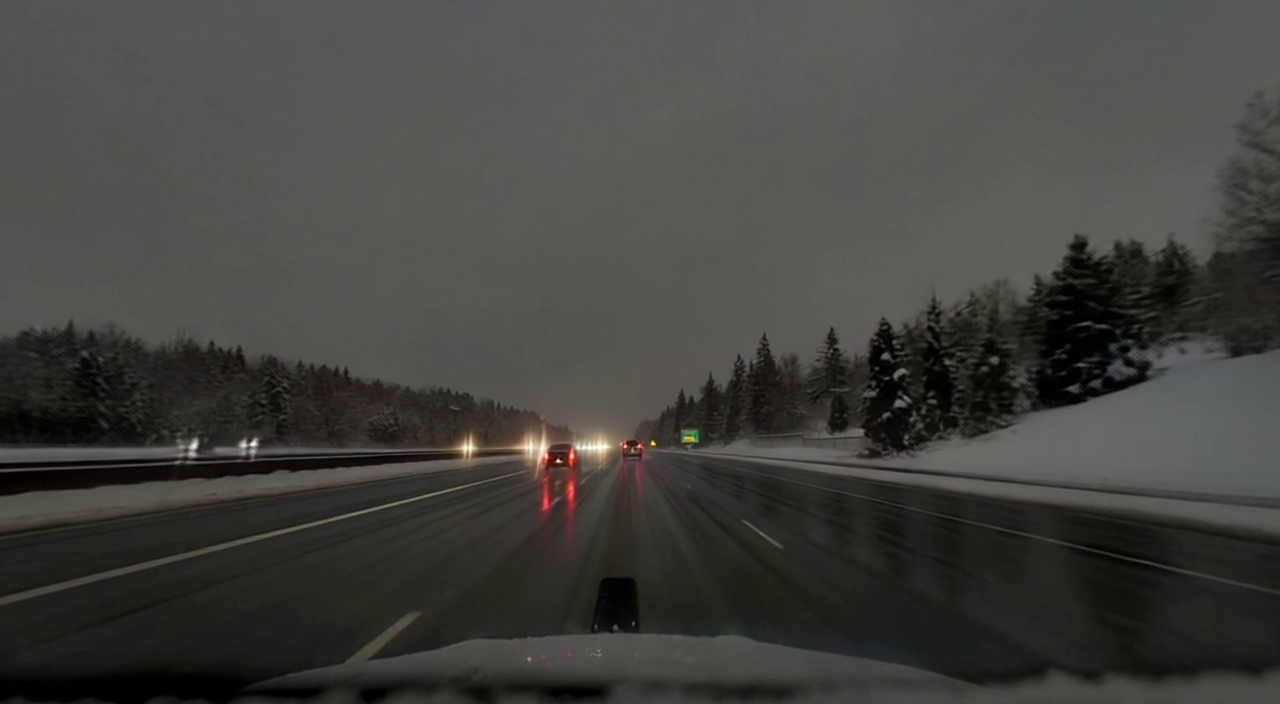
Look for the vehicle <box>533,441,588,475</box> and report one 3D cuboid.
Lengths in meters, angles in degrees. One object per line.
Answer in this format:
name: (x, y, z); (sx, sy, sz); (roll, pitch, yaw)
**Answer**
vehicle: (-3.921, 5.324, 32.058); (2.140, 1.574, 4.946); (0, -8, 0)
